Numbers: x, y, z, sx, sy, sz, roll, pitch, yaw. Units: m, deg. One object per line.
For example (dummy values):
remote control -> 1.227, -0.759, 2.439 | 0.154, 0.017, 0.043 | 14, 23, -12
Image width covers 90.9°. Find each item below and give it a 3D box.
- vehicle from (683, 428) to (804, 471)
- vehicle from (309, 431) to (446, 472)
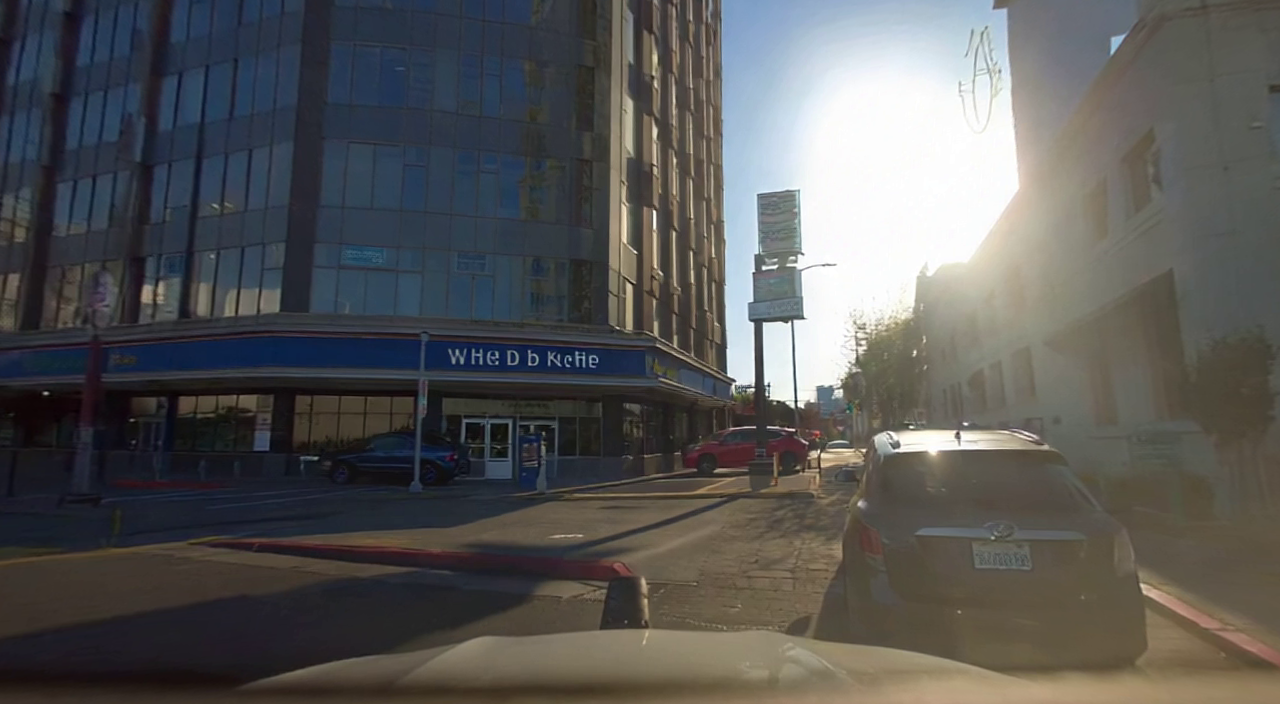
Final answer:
vehicle -> 4.338, 4.077, 26.469 | 4.706, 1.663, 1.993 | -3, -9, 20
vehicle -> -10.707, 4.074, 25.895 | 4.814, 1.618, 1.869 | -1, -9, 5
